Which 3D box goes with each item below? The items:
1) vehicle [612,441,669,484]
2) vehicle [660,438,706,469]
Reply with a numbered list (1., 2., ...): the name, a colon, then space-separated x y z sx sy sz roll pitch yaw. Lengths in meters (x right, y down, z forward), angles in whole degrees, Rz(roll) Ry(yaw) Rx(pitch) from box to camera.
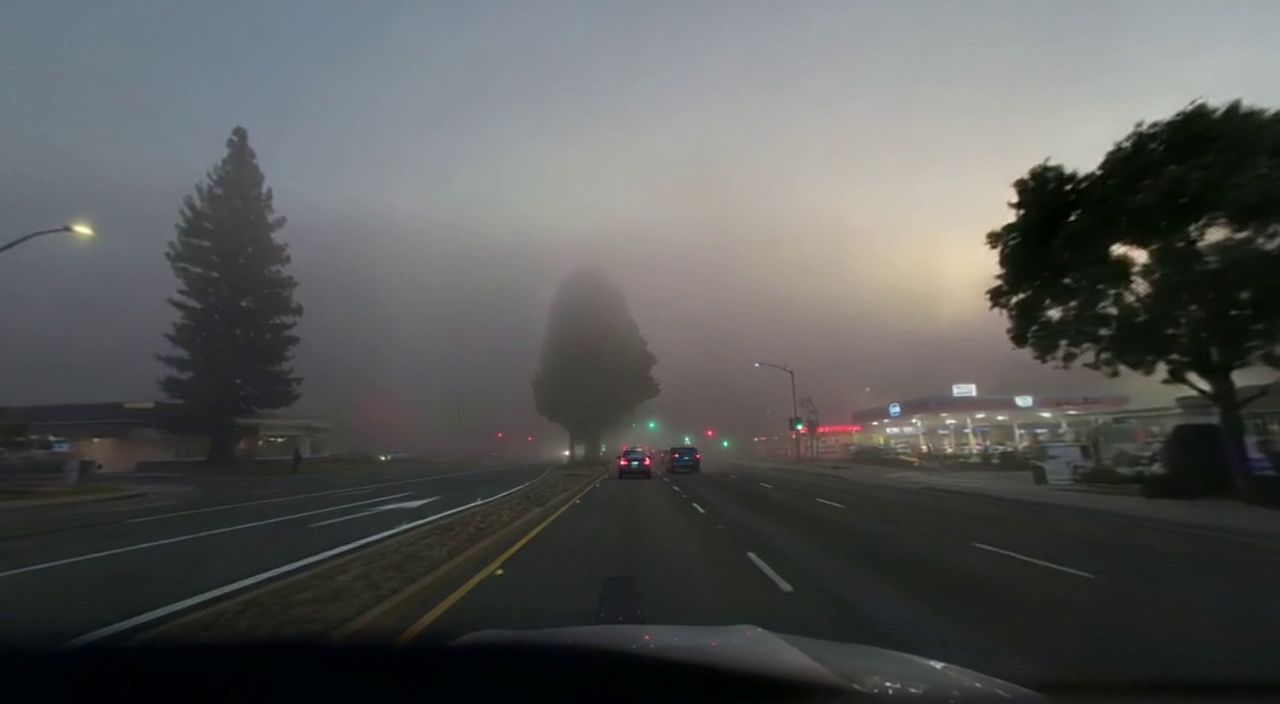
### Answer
1. vehicle: -0.009 4.429 25.583 2.145 1.572 4.021 0 -9 -1
2. vehicle: 2.990 7.241 45.141 2.731 2.101 6.047 0 -9 -2
